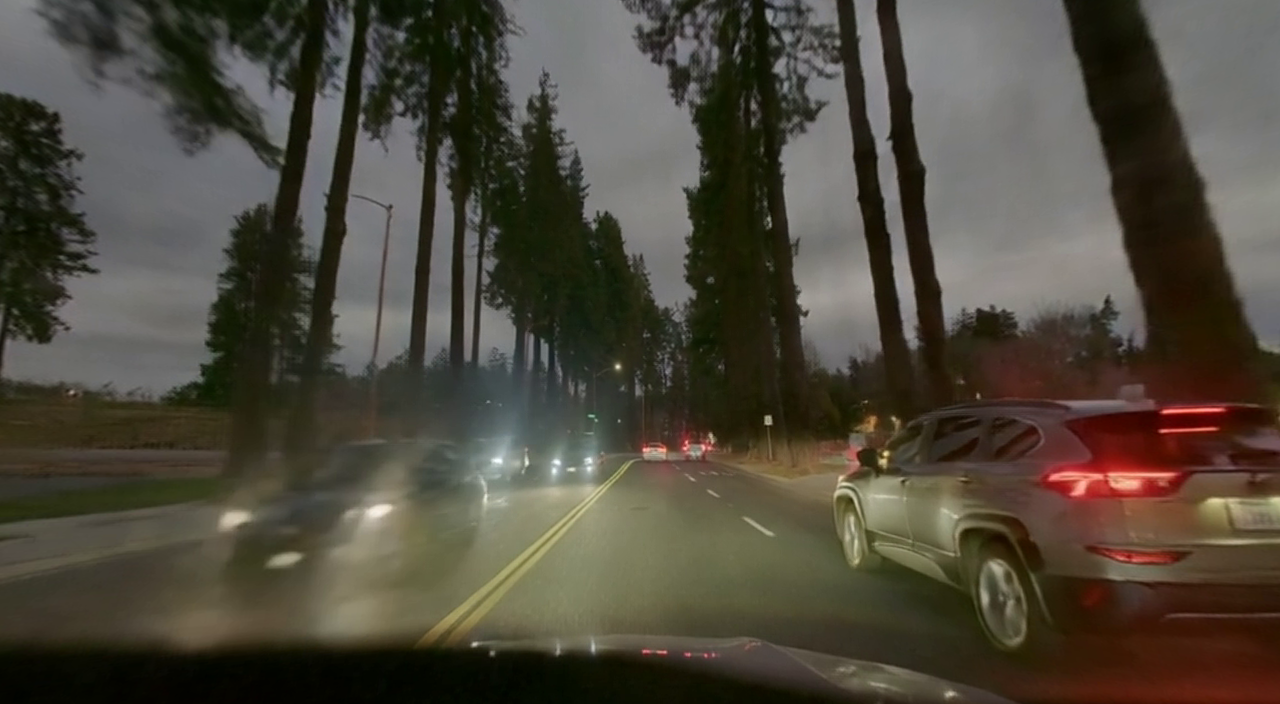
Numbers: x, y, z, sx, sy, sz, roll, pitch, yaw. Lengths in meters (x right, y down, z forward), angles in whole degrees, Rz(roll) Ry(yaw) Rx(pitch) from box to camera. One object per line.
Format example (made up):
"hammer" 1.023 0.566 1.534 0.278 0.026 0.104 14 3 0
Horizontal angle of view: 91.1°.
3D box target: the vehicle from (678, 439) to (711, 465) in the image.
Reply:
"vehicle" 3.922 7.298 45.764 2.069 1.791 4.422 0 -9 1

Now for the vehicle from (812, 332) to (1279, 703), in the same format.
"vehicle" 3.329 1.214 5.387 2.219 1.881 5.104 0 -9 0

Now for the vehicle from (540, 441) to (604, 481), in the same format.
"vehicle" -2.852 4.709 27.406 2.151 1.540 4.673 0 -9 2

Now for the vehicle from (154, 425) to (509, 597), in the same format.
"vehicle" -3.221 1.756 7.882 2.096 1.515 4.481 0 -9 1
